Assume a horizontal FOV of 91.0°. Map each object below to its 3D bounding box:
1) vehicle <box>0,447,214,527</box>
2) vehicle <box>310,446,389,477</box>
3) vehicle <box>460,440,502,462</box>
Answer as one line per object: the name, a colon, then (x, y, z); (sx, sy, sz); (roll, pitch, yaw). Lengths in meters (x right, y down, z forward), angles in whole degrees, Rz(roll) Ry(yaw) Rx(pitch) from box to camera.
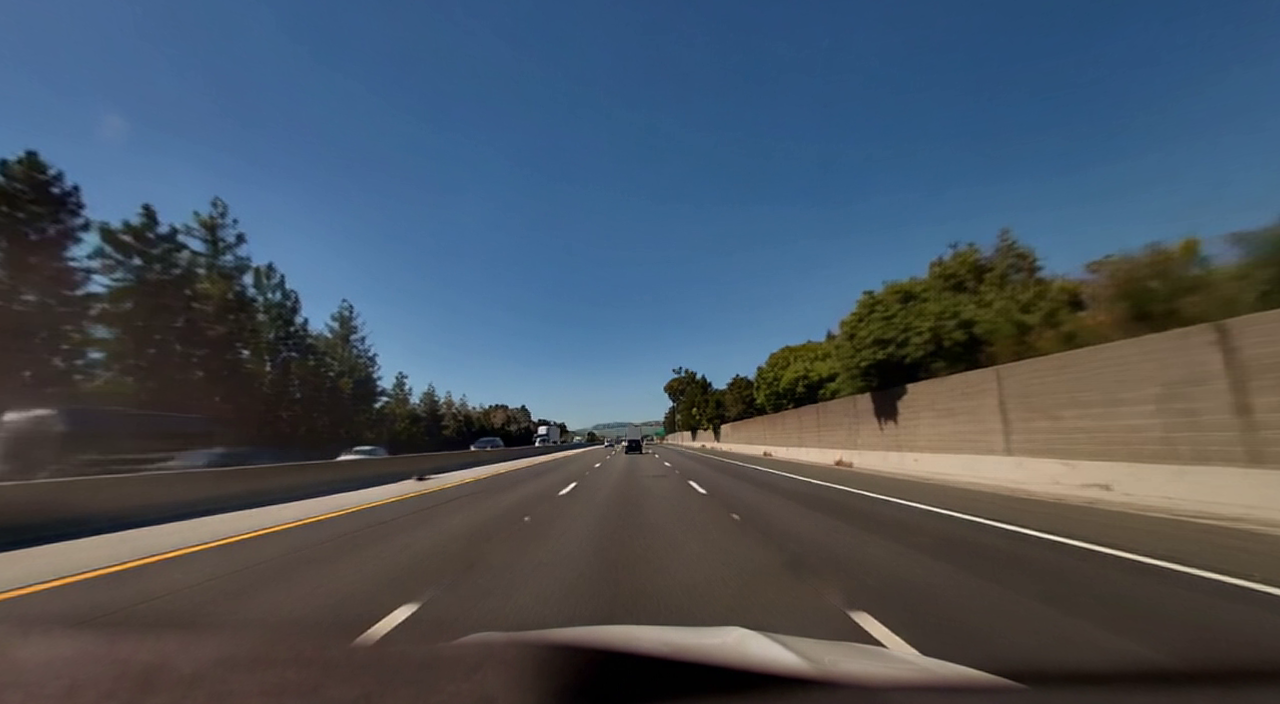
vehicle: (-12.327, 2.972, 14.512); (1.962, 1.479, 4.434); (-1, -8, -1)
vehicle: (-15.391, 5.808, 33.654); (1.994, 1.466, 4.663); (-1, -8, 0)
vehicle: (-12.084, 7.541, 48.073); (2.109, 1.557, 4.531); (-1, -8, 0)
